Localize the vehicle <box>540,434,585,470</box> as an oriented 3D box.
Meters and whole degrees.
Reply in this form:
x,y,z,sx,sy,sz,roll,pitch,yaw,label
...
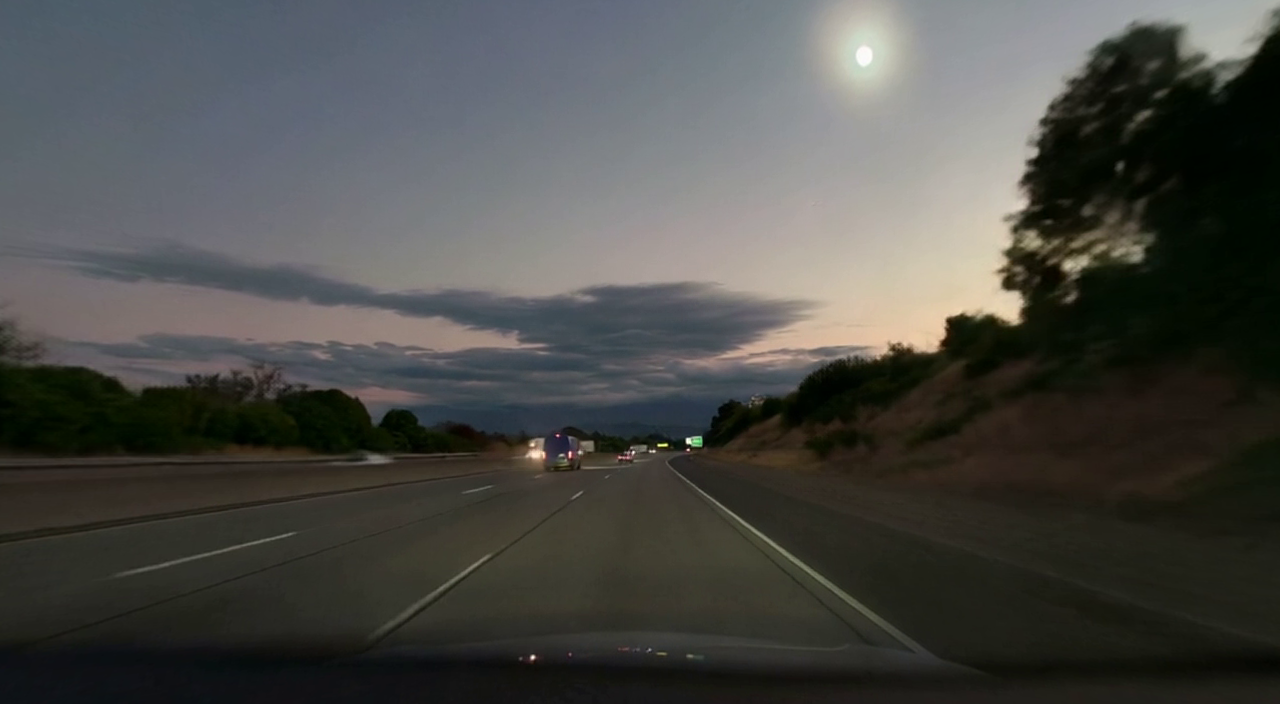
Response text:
x,y,z,sx,sy,sz,roll,pitch,yaw,label
-5.741,7.515,47.424,2.449,2.471,6.130,-1,-9,1,vehicle

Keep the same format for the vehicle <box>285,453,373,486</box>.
x,y,z,sx,sy,sz,roll,pitch,yaw,label
-15.105,5.703,30.983,1.928,1.463,4.691,0,-9,0,vehicle
